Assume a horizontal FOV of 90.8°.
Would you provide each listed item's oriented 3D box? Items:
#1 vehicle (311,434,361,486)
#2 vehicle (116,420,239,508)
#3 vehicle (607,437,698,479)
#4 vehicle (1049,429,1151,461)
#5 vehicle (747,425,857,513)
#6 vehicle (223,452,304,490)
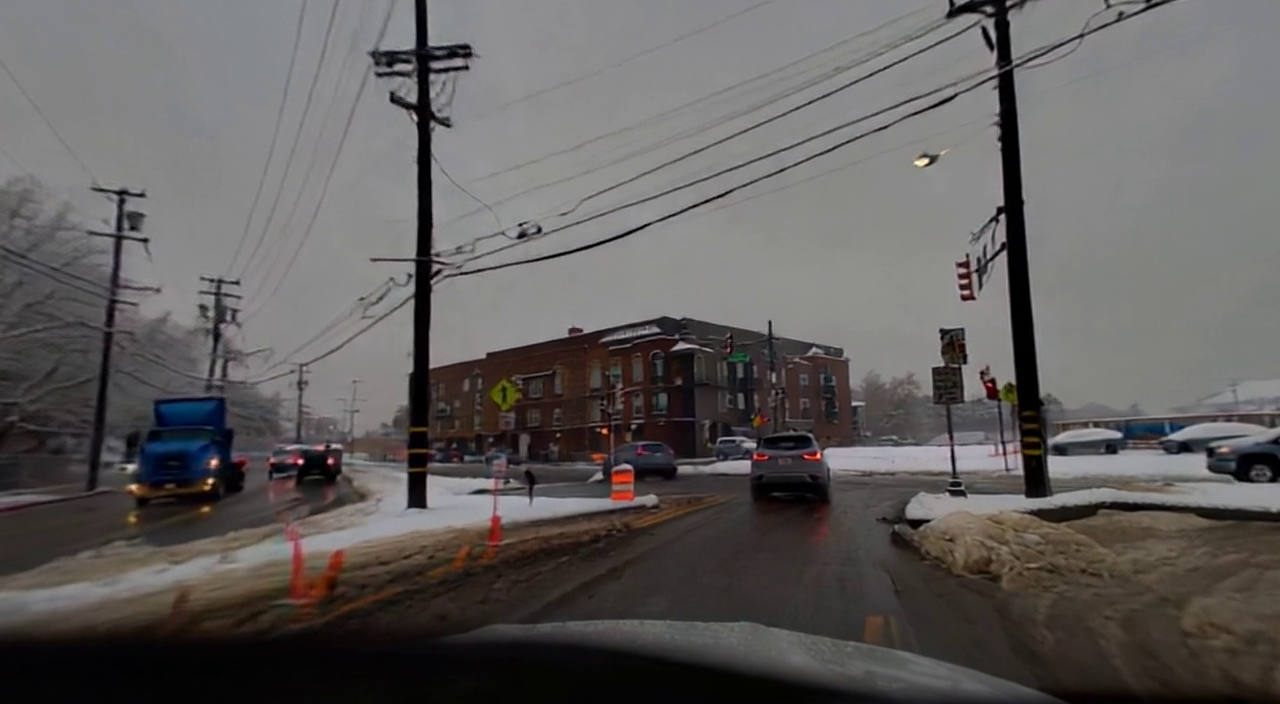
[{"bbox_3d":[-16.549,5.847,34.618,1.959,2.654,4.078,3,-9,-20],"label":"vehicle"},{"bbox_3d":[-15.617,3.793,21.598,2.185,2.644,3.306,-1,-9,-14],"label":"vehicle"},{"bbox_3d":[0.491,5.307,32.062,2.206,1.911,5.548,4,-9,-27],"label":"vehicle"},{"bbox_3d":[26.065,5.280,35.889,4.382,1.688,1.937,-8,-11,42],"label":"vehicle"},{"bbox_3d":[4.056,2.900,16.257,2.256,1.859,5.118,-2,-8,12],"label":"vehicle"},{"bbox_3d":[-19.689,6.188,33.312,2.509,1.731,4.549,2,-8,-16],"label":"vehicle"}]
